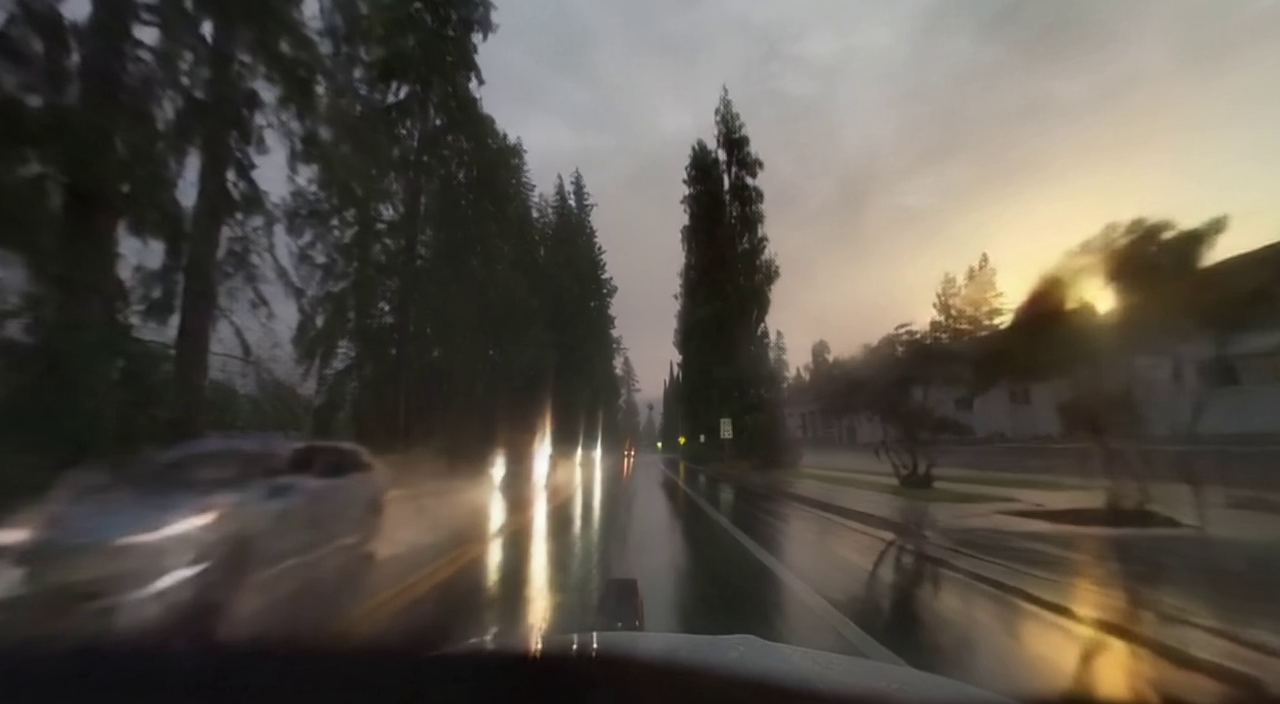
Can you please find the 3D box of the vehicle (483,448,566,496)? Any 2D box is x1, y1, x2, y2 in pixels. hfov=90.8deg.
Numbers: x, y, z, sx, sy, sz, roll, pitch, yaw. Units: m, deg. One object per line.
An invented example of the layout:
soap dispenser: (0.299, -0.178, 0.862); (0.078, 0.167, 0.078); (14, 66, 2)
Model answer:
vehicle: (-3.941, 4.159, 22.341); (2.031, 1.477, 4.450); (0, -9, 1)

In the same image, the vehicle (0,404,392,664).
vehicle: (-4.439, 1.534, 6.431); (1.984, 1.705, 4.346); (0, -9, 1)

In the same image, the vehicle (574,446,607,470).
vehicle: (-3.807, 8.243, 49.381); (2.124, 1.754, 4.791); (0, -9, 1)
